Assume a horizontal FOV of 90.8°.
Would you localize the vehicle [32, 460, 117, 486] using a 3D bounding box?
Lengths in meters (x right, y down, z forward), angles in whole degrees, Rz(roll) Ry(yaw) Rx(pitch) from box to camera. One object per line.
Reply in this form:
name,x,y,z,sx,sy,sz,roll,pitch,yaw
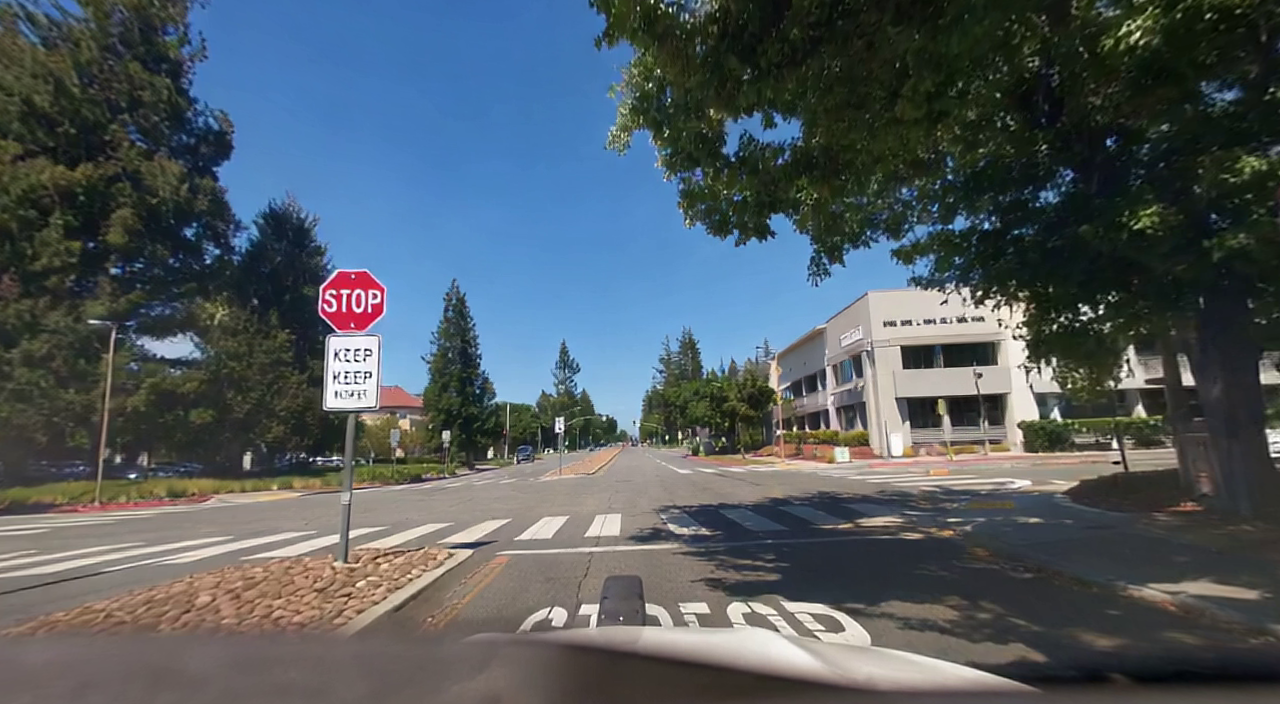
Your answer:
vehicle,-37.108,7.903,41.619,1.871,1.523,4.028,0,-9,-1
